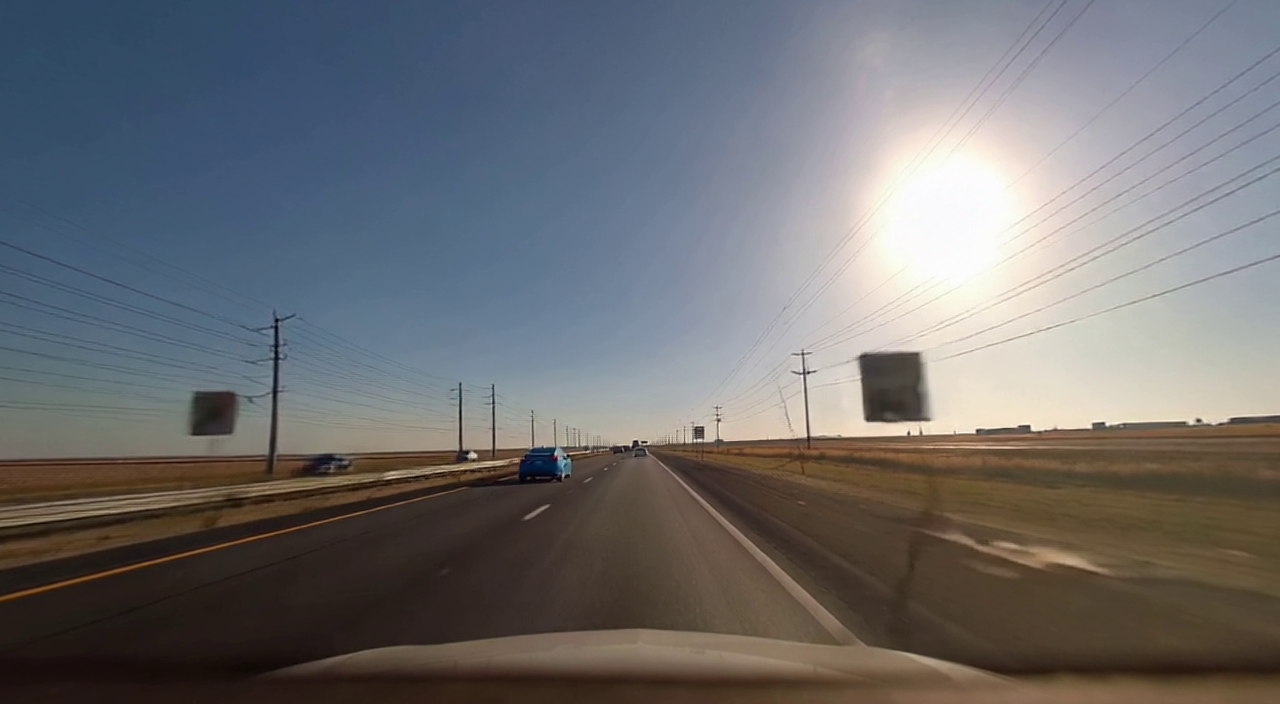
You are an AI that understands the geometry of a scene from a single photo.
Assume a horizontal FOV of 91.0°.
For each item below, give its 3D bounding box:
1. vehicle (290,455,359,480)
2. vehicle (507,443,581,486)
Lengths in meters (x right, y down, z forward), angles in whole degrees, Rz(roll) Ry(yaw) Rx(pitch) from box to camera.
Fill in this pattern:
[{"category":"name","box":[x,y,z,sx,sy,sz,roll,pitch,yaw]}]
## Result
[{"category":"vehicle","box":[-21.039,7.707,42.266,1.942,1.507,4.968,0,-9,1]},{"category":"vehicle","box":[-3.647,4.363,24.747,2.106,1.543,4.465,0,-9,1]}]
